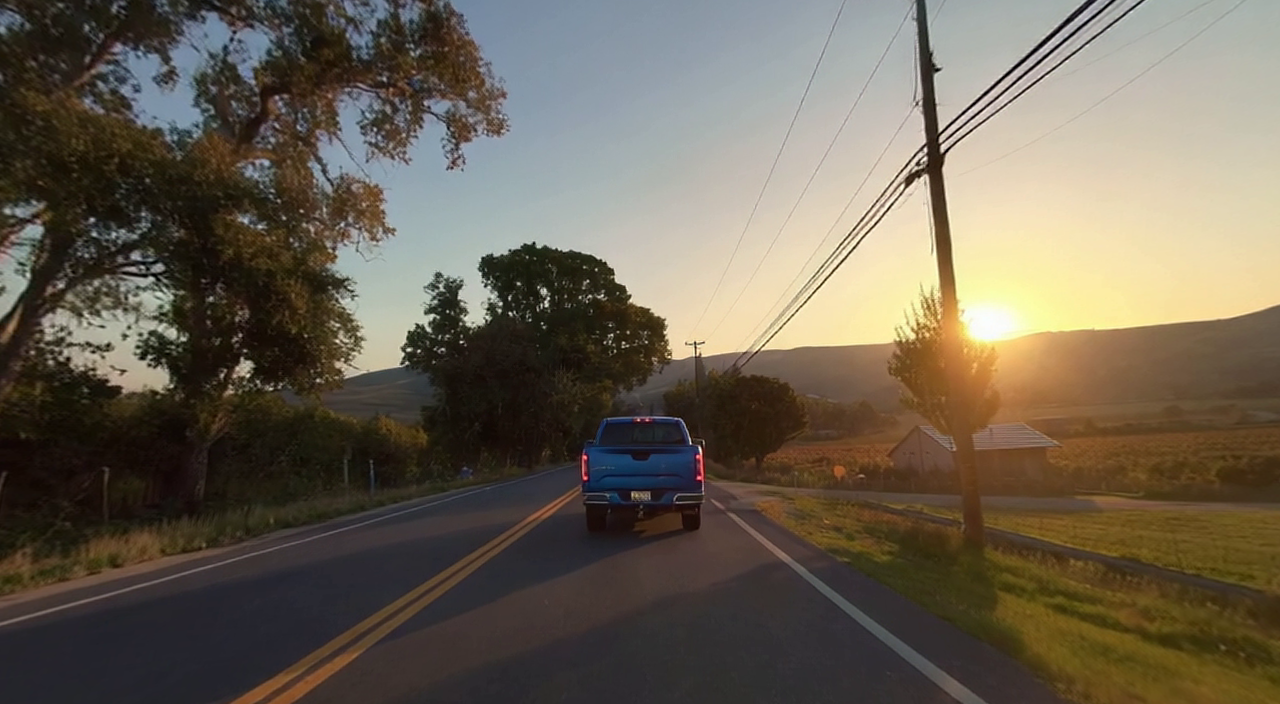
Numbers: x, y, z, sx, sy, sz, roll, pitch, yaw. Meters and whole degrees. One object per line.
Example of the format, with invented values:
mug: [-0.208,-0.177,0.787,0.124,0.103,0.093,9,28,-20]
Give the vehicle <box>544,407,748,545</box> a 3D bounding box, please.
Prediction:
vehicle: [0.043,2.133,11.637,2.774,1.861,5.885,0,-8,-1]
